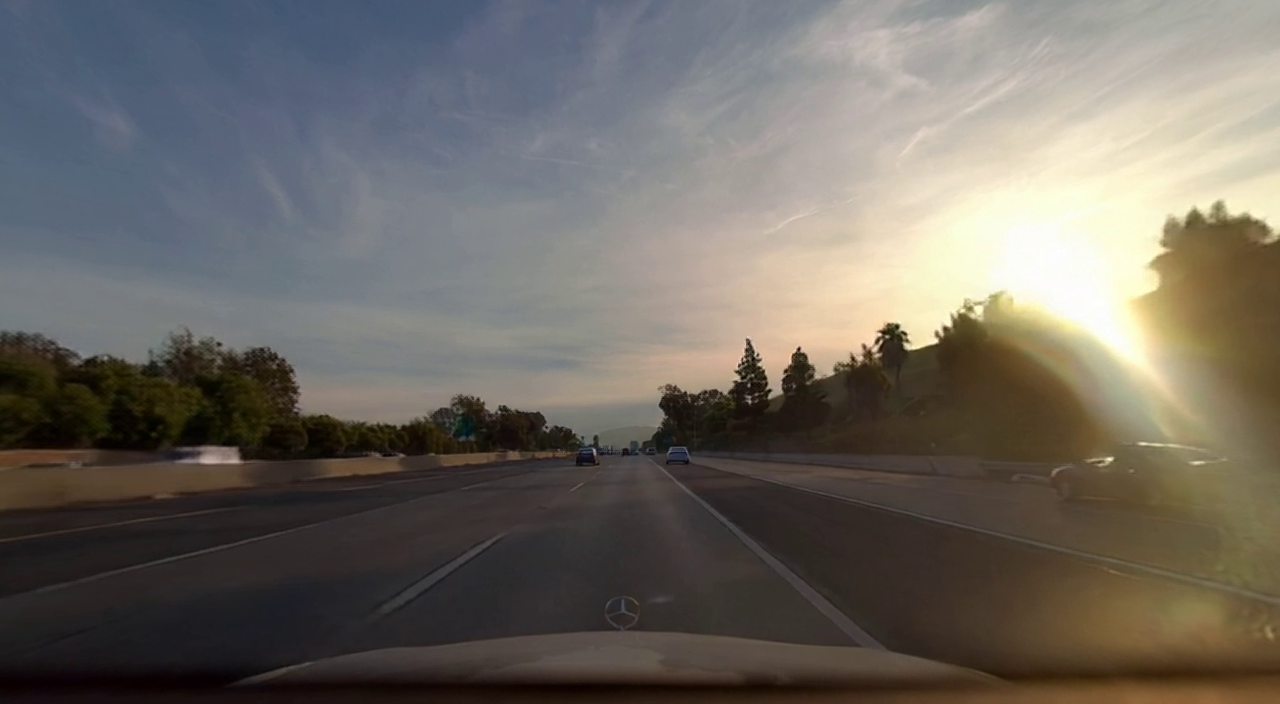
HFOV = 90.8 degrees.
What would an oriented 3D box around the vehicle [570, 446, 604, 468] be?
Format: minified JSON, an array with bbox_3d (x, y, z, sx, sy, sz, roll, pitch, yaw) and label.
[{"bbox_3d":[-3.782,7.524,45.405,2.052,1.510,4.301,0,-9,0],"label":"vehicle"}]

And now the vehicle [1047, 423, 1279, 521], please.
[{"bbox_3d":[12.103,2.597,14.225,2.344,1.783,5.196,0,-9,-1],"label":"vehicle"}]

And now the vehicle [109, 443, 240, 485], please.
[{"bbox_3d":[-19.829,4.763,27.245,1.902,1.599,4.863,0,-9,0],"label":"vehicle"}]
